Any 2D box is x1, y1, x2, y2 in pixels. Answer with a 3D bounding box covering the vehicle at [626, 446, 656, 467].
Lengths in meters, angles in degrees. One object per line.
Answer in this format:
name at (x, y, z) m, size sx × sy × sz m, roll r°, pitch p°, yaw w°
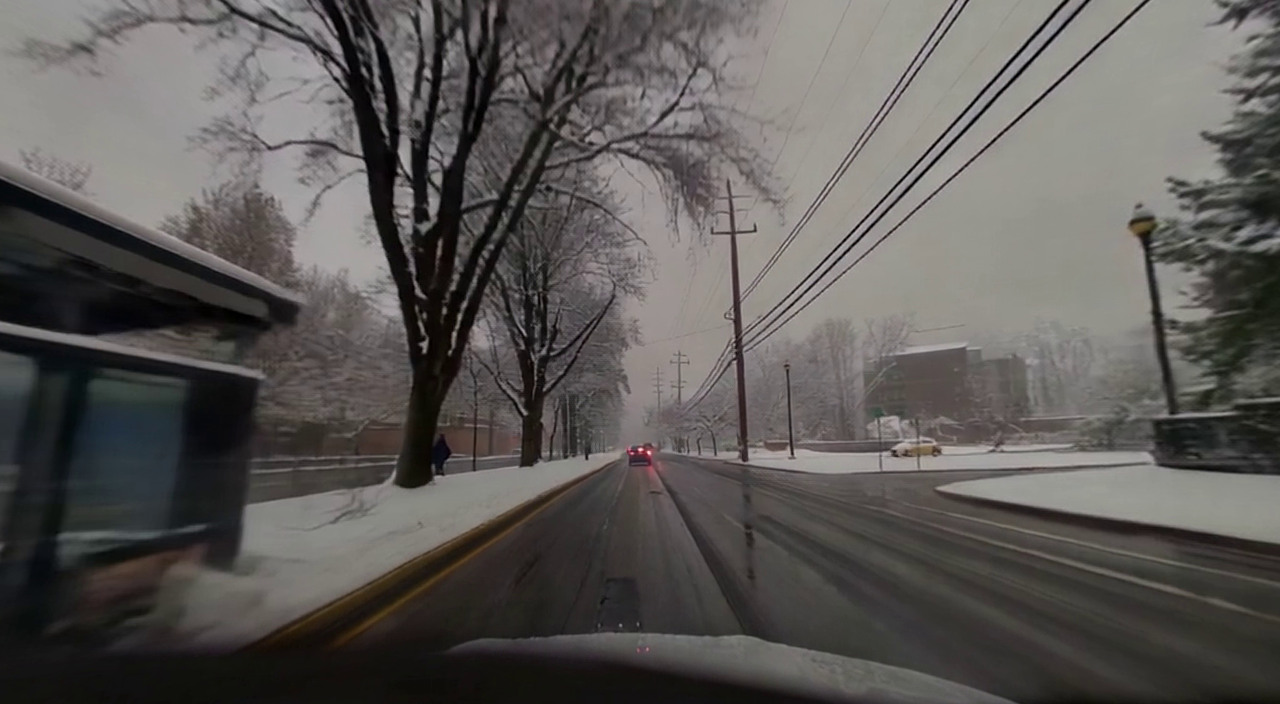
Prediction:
vehicle at (0.055, 7.798, 47.381) m, size 2.109 × 1.501 × 4.042 m, roll 0°, pitch -8°, yaw -1°
